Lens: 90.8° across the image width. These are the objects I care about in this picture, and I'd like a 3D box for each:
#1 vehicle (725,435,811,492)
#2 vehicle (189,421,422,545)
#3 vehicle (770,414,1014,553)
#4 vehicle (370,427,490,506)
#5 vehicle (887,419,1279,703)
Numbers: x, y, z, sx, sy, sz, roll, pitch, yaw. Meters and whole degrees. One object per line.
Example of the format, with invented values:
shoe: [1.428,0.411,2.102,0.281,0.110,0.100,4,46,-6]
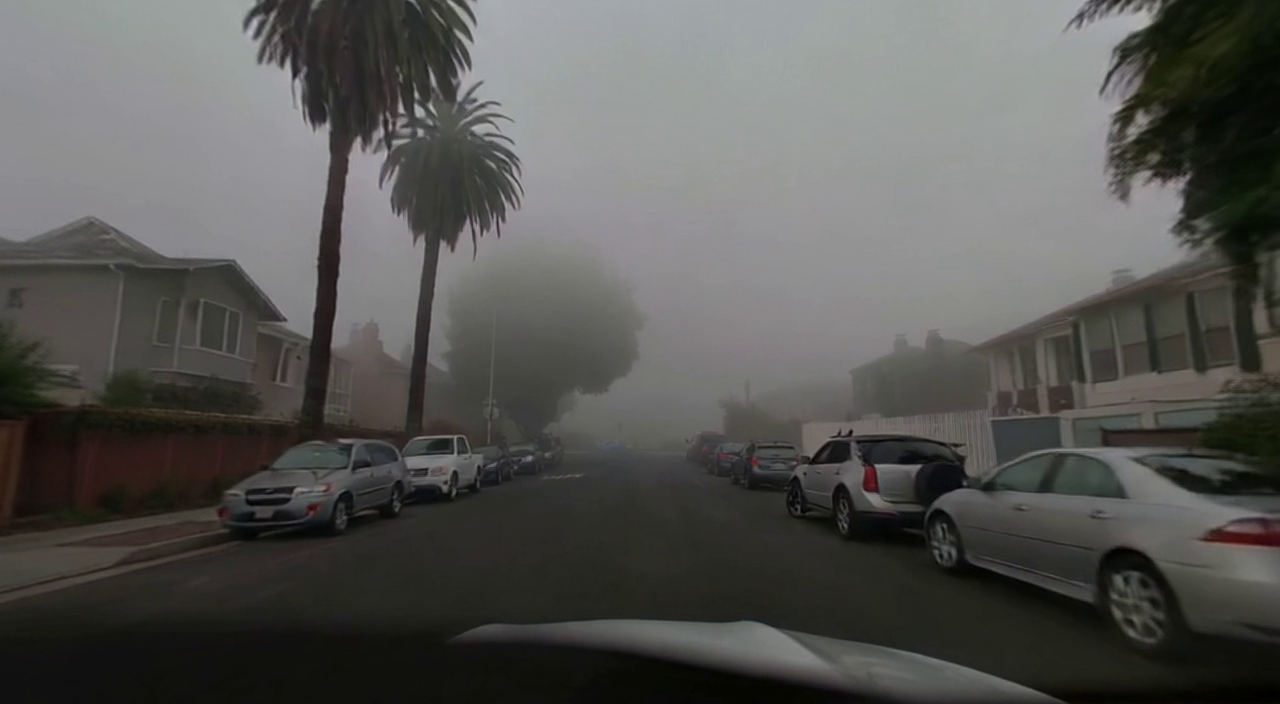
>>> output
vehicle: [4.094,3.635,20.969,1.998,1.649,4.175,0,-8,0]
vehicle: [-5.696,2.248,11.561,1.947,1.803,4.381,0,-8,-2]
vehicle: [3.830,2.083,10.760,2.116,1.817,4.652,0,-8,-1]
vehicle: [-5.635,3.118,17.713,1.963,1.859,4.884,0,-8,-4]
vehicle: [4.035,1.393,5.211,1.870,1.506,4.897,0,-8,-2]
